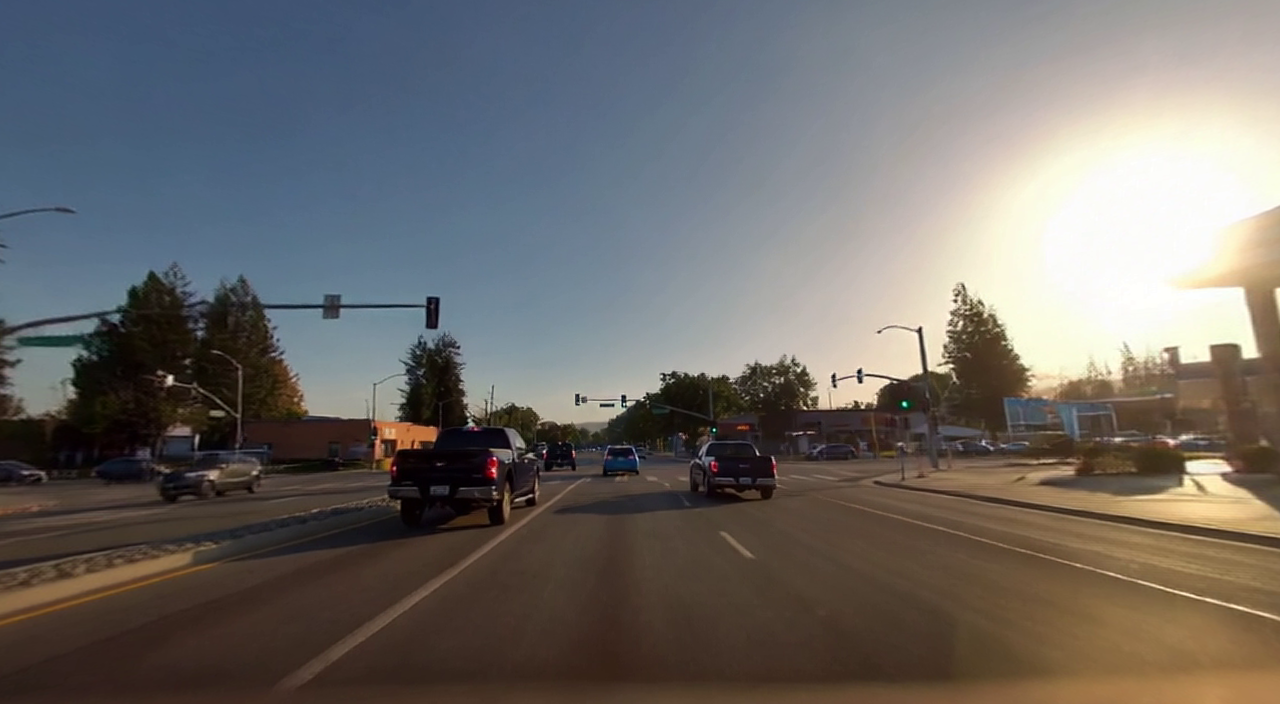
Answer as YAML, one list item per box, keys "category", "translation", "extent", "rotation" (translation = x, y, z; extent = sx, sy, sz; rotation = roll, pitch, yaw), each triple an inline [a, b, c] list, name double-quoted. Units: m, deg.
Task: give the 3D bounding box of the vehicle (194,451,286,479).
- category: "vehicle"
  translation: [-29.744, 8.412, 47.072]
  extent: [5.204, 1.963, 2.395]
  rotation: [0, -9, 2]

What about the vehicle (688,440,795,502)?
- category: "vehicle"
  translation: [2.666, 3.264, 17.827]
  extent: [2.061, 1.487, 4.462]
  rotation: [0, -9, -3]

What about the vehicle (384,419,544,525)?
- category: "vehicle"
  translation: [-3.636, 2.603, 14.371]
  extent: [2.195, 1.905, 5.634]
  rotation: [0, -9, -2]

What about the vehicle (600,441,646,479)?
- category: "vehicle"
  translation: [-0.847, 5.002, 29.460]
  extent: [2.029, 1.605, 3.827]
  rotation: [0, -9, -3]

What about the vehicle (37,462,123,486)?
- category: "vehicle"
  translation: [-37.969, 8.248, 42.918]
  extent: [3.849, 1.510, 1.865]
  rotation: [1, -9, -10]
